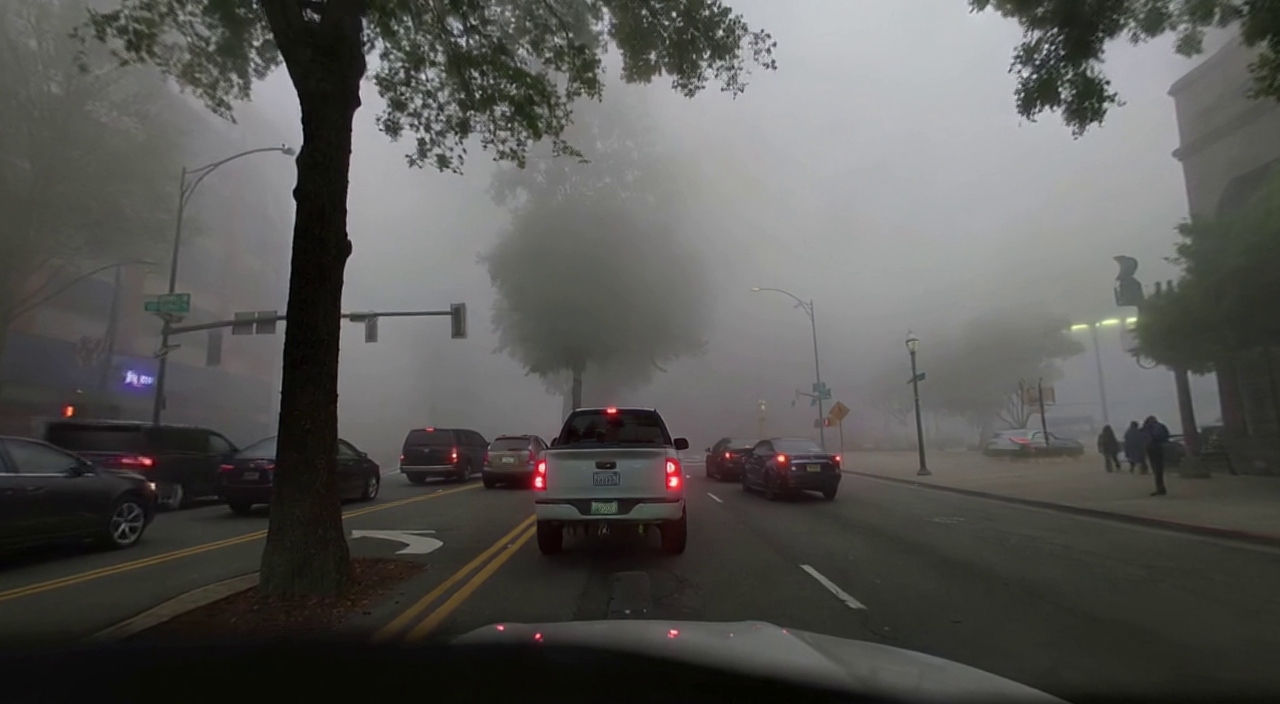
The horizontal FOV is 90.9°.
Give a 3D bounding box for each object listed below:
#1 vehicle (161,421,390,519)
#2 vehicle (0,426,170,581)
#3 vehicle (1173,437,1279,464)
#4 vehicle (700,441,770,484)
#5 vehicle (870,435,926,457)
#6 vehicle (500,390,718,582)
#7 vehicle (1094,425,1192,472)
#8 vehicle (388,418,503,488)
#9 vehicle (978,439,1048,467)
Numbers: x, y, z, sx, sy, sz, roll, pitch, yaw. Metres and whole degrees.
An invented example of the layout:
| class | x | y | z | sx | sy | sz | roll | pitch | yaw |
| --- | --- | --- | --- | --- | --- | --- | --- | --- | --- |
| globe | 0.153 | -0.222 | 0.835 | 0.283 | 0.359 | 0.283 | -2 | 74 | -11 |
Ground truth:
| class | x | y | z | sx | sy | sz | roll | pitch | yaw |
| --- | --- | --- | --- | --- | --- | --- | --- | --- | --- |
| vehicle | -7.142 | 2.358 | 13.071 | 1.941 | 1.655 | 4.503 | 0 | -8 | 1 |
| vehicle | -6.963 | 1.420 | 5.852 | 1.831 | 1.451 | 4.382 | 0 | -8 | -1 |
| vehicle | 29.718 | 4.952 | 31.668 | 4.176 | 1.313 | 1.719 | 0 | -8 | 2 |
| vehicle | 3.425 | 4.050 | 23.509 | 2.023 | 1.441 | 4.240 | 0 | -8 | 1 |
| vehicle | 20.098 | 7.326 | 49.048 | 4.361 | 1.653 | 2.034 | 6 | -11 | -37 |
| vehicle | -0.315 | 1.596 | 8.231 | 2.064 | 1.817 | 4.298 | 0 | -8 | -1 |
| vehicle | 19.226 | 3.666 | 24.040 | 4.156 | 1.622 | 1.924 | 7 | -11 | -38 |
| vehicle | -6.475 | 3.438 | 21.666 | 2.496 | 2.112 | 4.351 | 0 | -8 | 0 |
| vehicle | 20.096 | 5.409 | 33.927 | 3.836 | 1.443 | 1.694 | 5 | -10 | -35 |
